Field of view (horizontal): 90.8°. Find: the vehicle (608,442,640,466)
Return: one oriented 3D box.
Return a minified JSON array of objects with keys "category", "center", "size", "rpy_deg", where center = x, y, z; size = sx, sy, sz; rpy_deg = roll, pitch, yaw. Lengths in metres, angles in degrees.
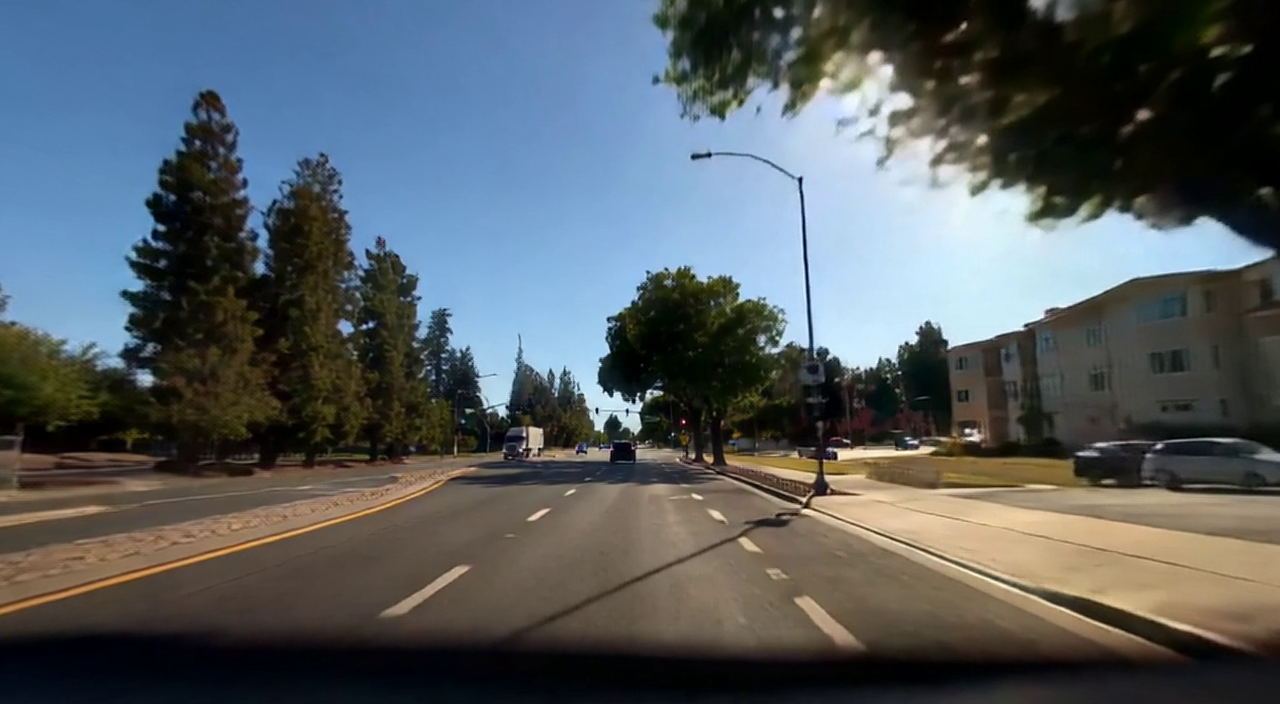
[{"category":"vehicle","center":[-1.062,7.063,43.918],"size":[2.011,1.498,4.914],"rpy_deg":[-1,-8,1]}]

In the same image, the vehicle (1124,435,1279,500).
[{"category":"vehicle","center":[15.308,2.857,15.960],"size":[4.673,1.458,2.046],"rpy_deg":[1,-9,-7]}]
